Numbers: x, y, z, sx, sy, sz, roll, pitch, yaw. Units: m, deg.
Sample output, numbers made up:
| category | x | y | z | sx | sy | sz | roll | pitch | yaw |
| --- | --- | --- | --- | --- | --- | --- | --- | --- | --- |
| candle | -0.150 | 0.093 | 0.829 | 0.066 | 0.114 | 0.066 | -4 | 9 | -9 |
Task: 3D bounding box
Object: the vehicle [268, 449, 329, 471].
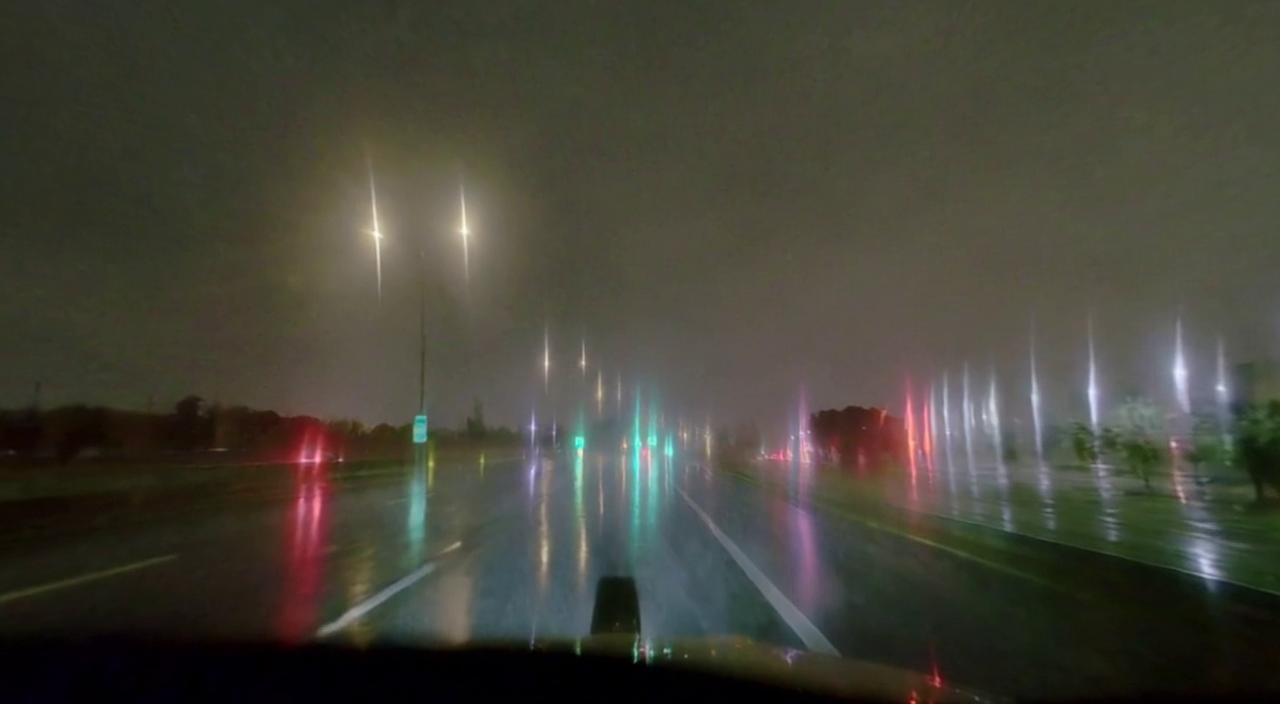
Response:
| category | x | y | z | sx | sy | sz | roll | pitch | yaw |
| --- | --- | --- | --- | --- | --- | --- | --- | --- | --- |
| vehicle | -26.327 | 8.345 | 48.888 | 1.923 | 1.563 | 4.762 | 0 | -9 | 1 |
